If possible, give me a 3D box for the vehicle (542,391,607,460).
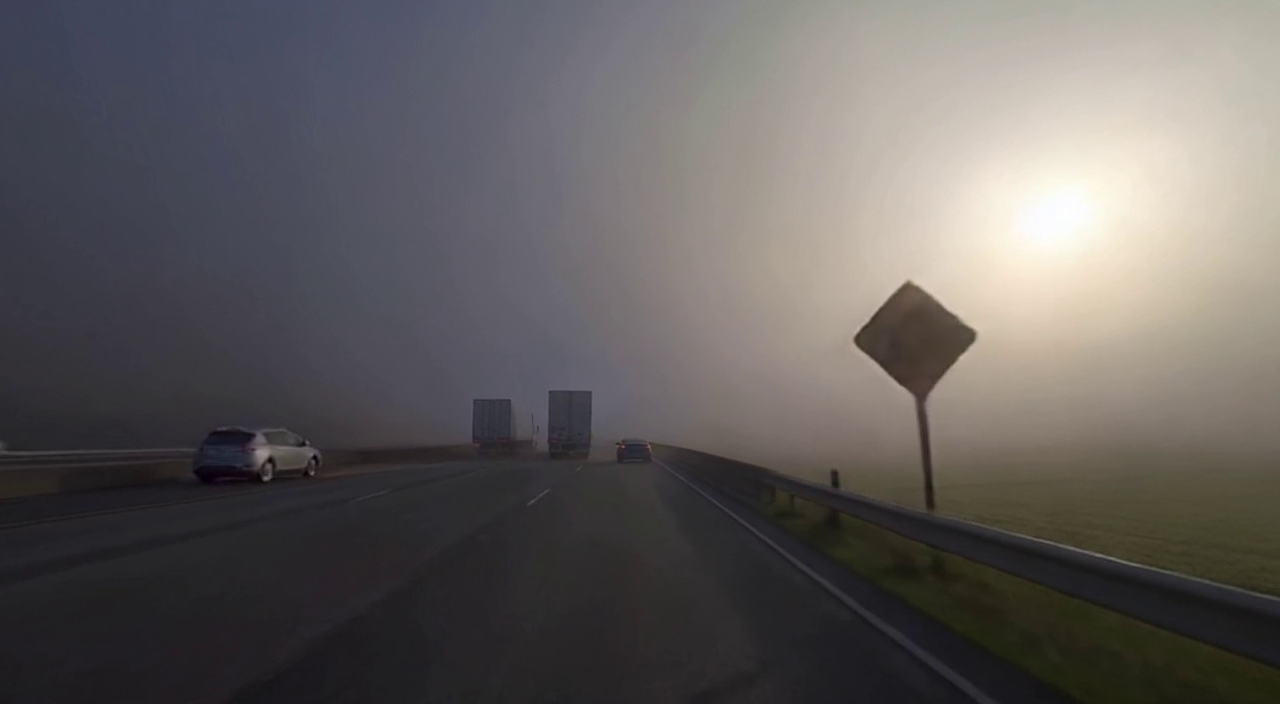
[{"bbox_3d":[-4.282,5.496,45.449,3.475,4.037,17.454,0,-8,-2],"label":"vehicle"}]

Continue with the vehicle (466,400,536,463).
[{"bbox_3d":[-8.137,4.788,37.812,2.728,3.405,7.096,0,-8,-2],"label":"vehicle"}]

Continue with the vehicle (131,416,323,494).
[{"bbox_3d":[-11.122,2.813,17.531,2.153,1.841,4.790,0,-8,-1],"label":"vehicle"}]

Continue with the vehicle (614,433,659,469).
[{"bbox_3d":[-0.228,4.375,27.976,1.891,1.477,3.599,0,-8,-2],"label":"vehicle"}]
